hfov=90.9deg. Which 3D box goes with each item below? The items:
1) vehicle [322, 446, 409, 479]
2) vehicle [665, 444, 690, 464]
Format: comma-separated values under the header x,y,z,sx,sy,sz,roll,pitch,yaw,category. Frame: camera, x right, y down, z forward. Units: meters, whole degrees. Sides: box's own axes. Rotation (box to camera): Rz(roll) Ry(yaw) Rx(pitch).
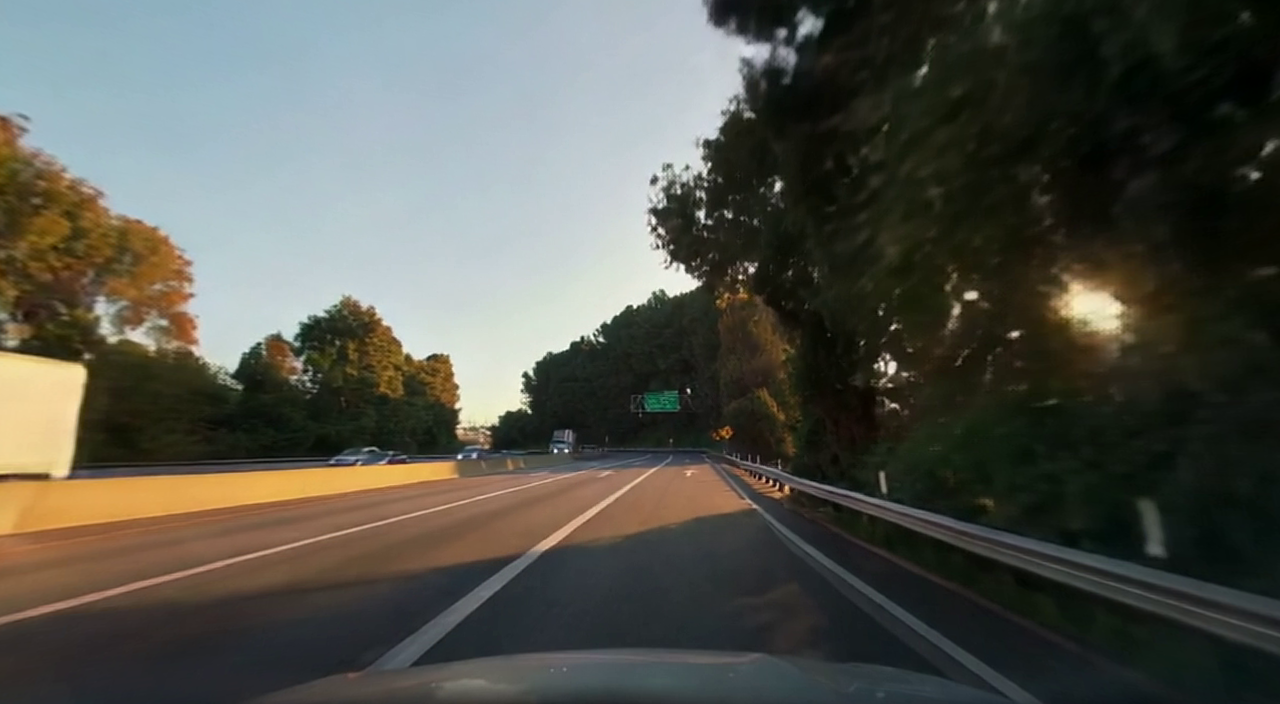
x,y,z,sx,sy,sz,roll,pitch,yaw,category
-12.911,5.220,29.972,1.908,1.447,4.337,-1,-9,5,vehicle
2.846,7.613,47.065,1.807,1.427,3.645,-1,-9,4,vehicle
